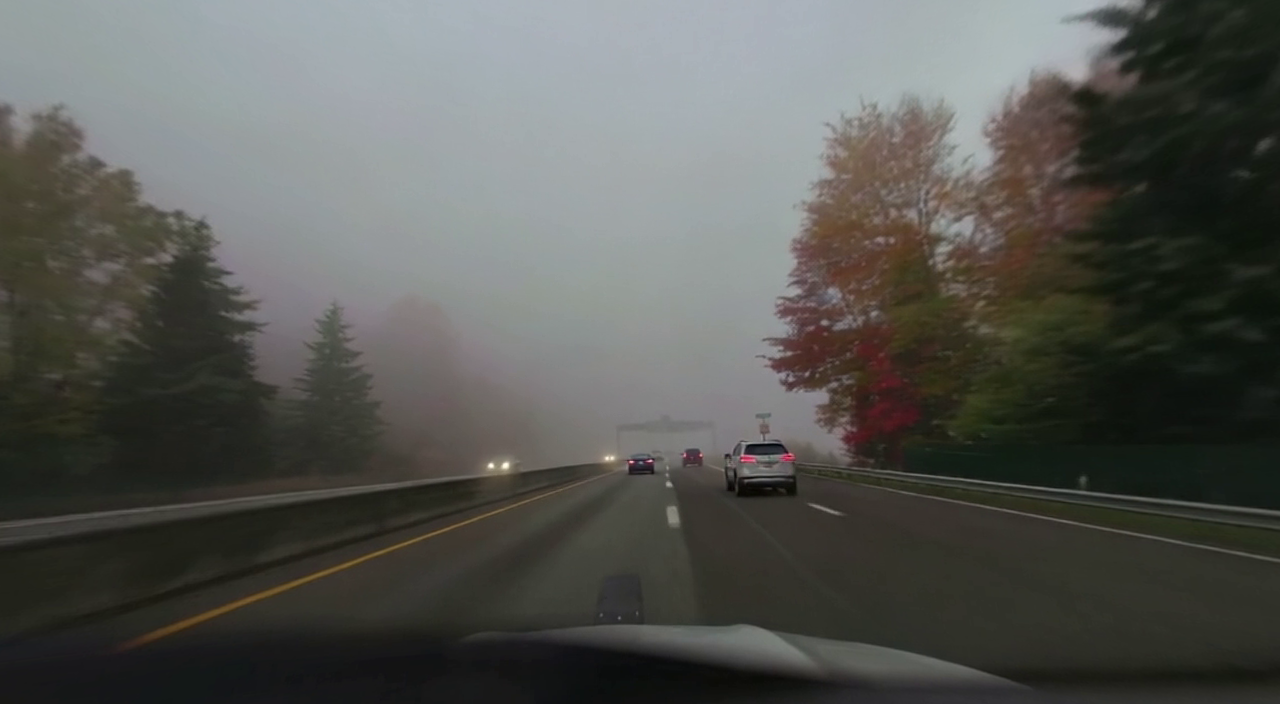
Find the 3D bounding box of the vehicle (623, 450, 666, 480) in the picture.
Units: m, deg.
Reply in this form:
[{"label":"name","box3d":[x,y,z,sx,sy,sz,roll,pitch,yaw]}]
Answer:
[{"label":"vehicle","box3d":[0.276,5.656,31.627,2.037,1.418,3.793,-1,-9,2]}]

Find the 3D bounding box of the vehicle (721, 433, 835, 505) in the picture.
[{"label":"vehicle","box3d":[3.607,3.172,17.338,2.250,1.718,4.358,-1,-9,1]}]
